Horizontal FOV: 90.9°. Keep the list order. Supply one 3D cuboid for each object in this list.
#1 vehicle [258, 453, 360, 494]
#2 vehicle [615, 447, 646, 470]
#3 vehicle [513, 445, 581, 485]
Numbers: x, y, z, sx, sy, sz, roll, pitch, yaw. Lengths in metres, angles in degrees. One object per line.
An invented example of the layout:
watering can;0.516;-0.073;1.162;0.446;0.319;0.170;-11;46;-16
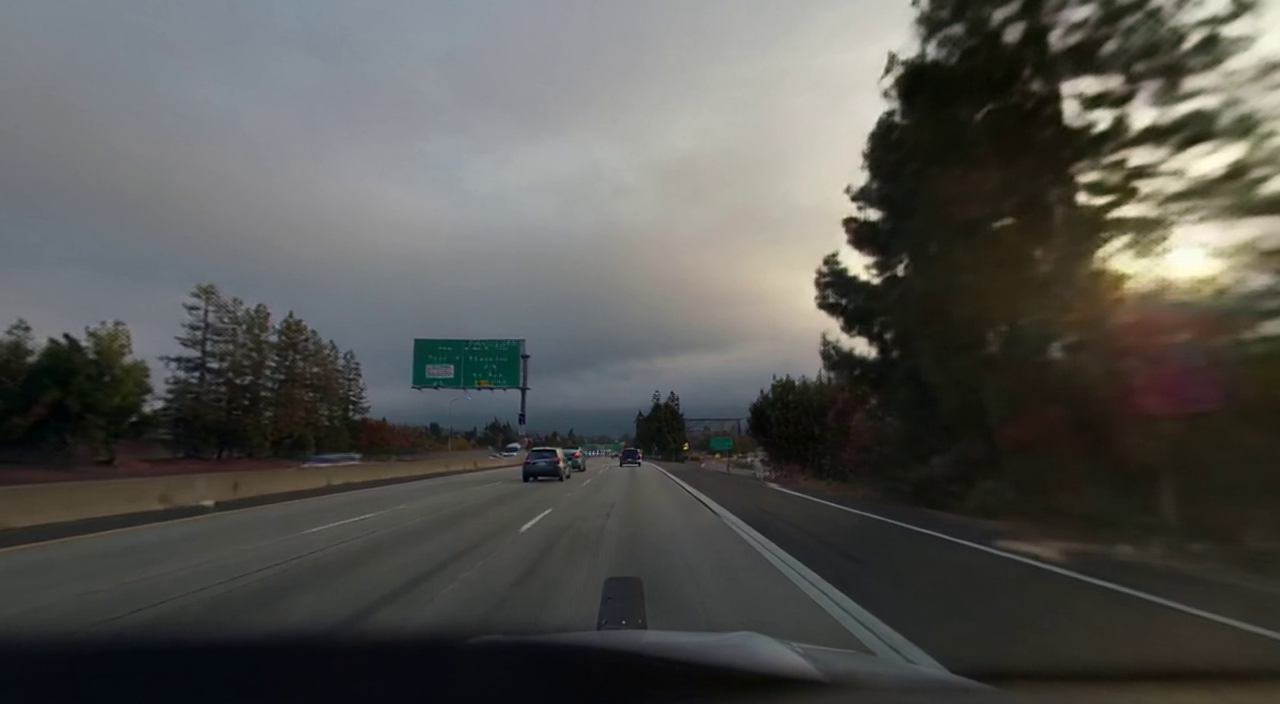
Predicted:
vehicle;-13.550;4.958;26.132;1.939;1.475;4.365;0;-8;-1
vehicle;-0.711;7.537;44.809;2.100;1.471;3.956;0;-8;-1
vehicle;-3.744;4.625;26.261;2.067;1.509;4.551;0;-8;1
